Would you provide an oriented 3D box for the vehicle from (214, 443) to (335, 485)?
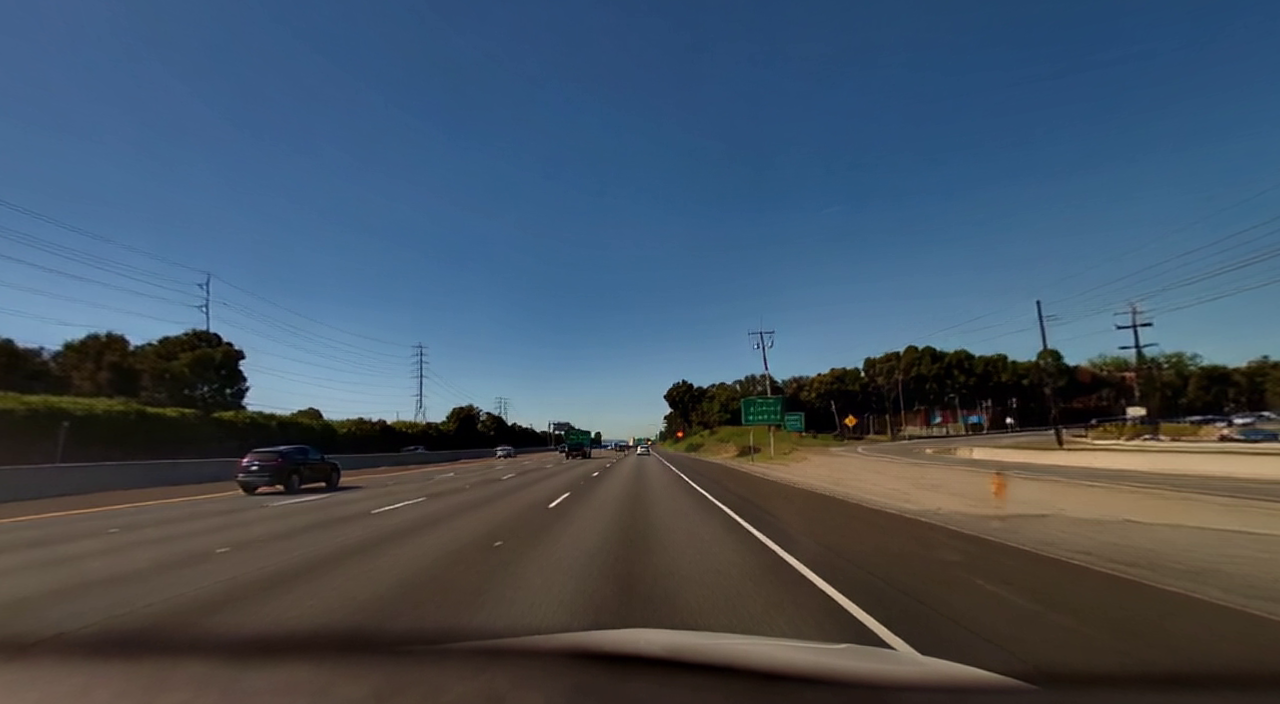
[{"bbox_3d":[-14.005,4.275,24.530,1.988,1.477,4.442,0,-8,0],"label":"vehicle"}]
